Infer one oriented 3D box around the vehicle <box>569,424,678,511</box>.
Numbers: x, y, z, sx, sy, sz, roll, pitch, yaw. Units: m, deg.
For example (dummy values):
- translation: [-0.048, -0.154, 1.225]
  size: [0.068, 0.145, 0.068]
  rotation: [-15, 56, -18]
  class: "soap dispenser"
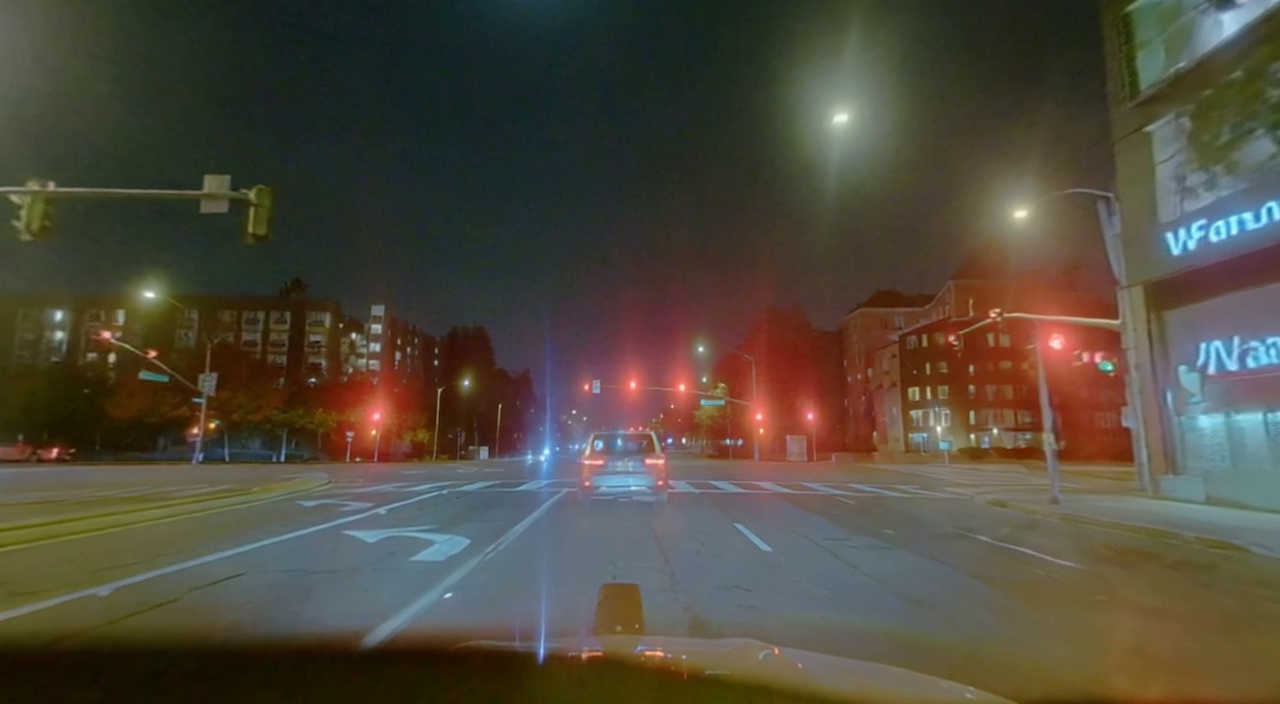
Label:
- translation: [-0.357, 2.480, 13.964]
  size: [2.066, 1.618, 3.922]
  rotation: [0, -8, -1]
  class: "vehicle"
